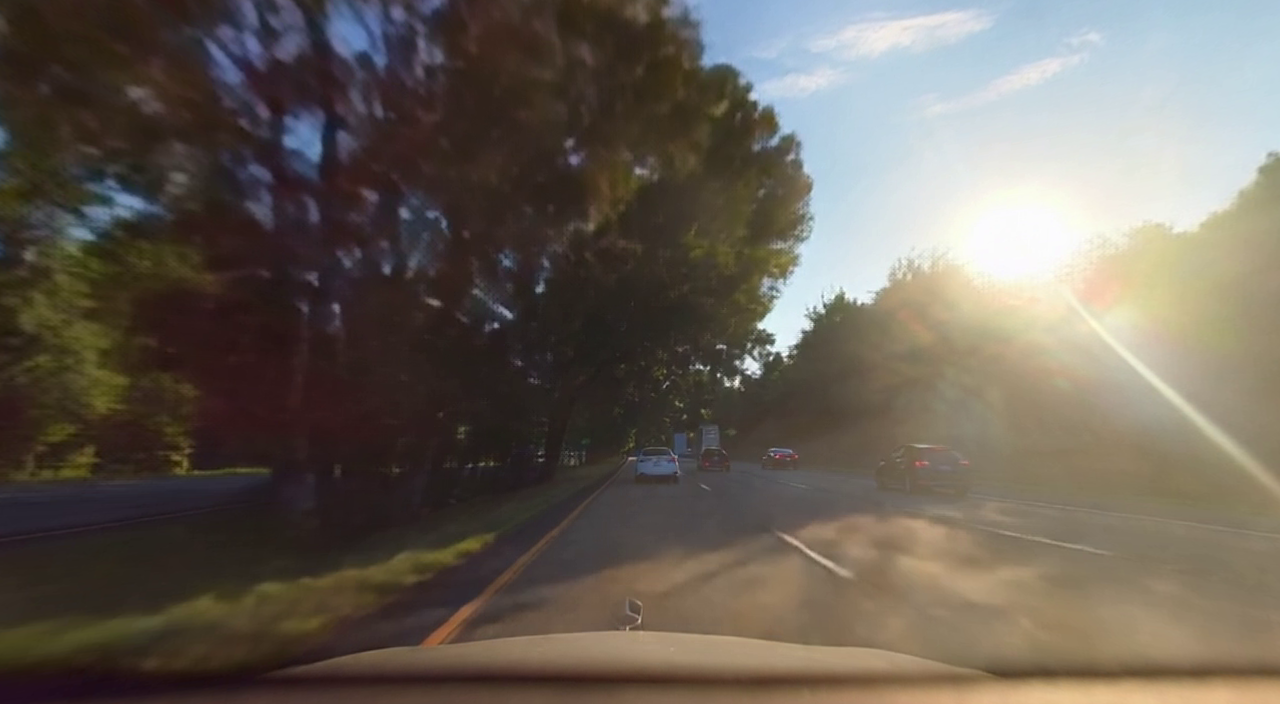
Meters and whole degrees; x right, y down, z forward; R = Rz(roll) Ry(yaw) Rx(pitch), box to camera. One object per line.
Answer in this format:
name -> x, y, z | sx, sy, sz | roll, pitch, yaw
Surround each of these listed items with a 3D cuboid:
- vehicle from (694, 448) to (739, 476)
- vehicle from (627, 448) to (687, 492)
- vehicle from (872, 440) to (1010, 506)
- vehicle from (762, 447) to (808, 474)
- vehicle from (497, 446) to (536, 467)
vehicle -> 4.268, 6.235, 35.918 | 1.981, 1.518, 4.029 | 0, -9, -1
vehicle -> 0.575, 4.243, 22.928 | 2.020, 1.426, 3.702 | 0, -9, 0
vehicle -> 7.983, 3.230, 17.163 | 1.847, 1.554, 3.752 | 0, -9, 0
vehicle -> 9.060, 6.789, 39.611 | 1.957, 1.594, 3.632 | 0, -9, -1
vehicle -> -9.301, 7.941, 47.946 | 1.990, 1.466, 4.544 | 0, -9, 1
